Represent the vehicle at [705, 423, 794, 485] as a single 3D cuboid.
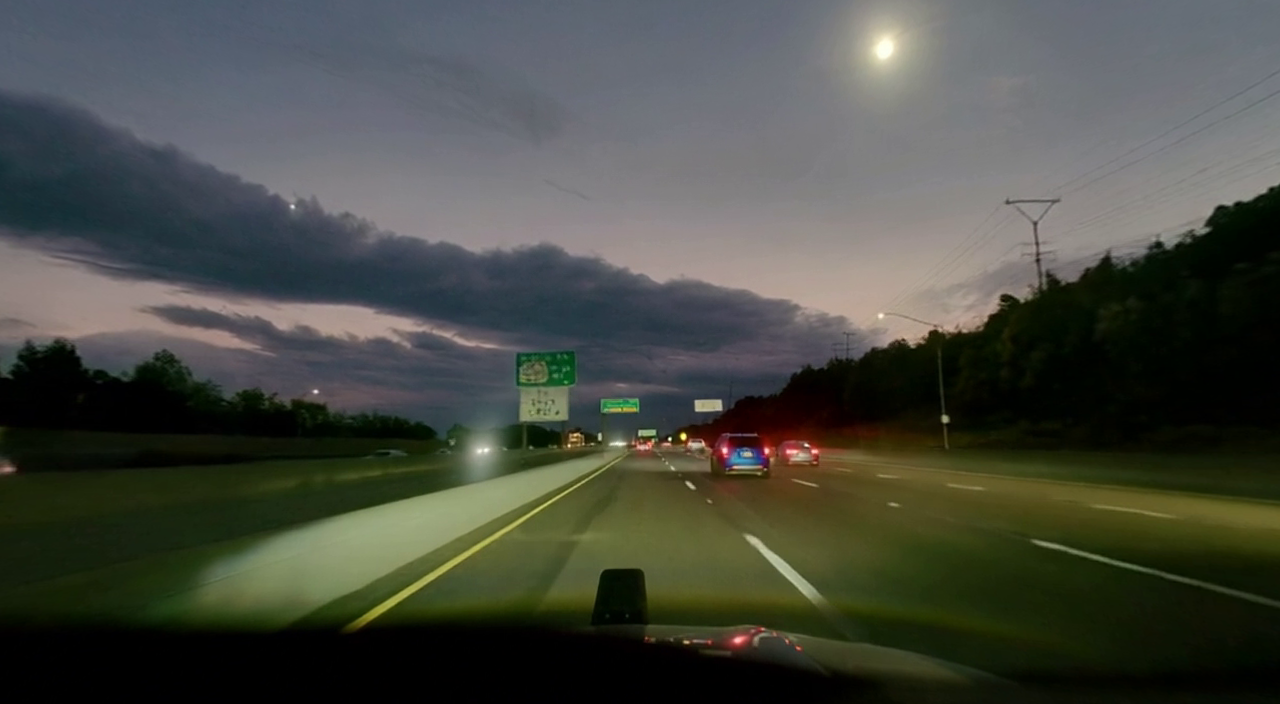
[{"bbox_3d":[3.469,3.330,20.886,2.120,1.832,4.287,0,-8,-1],"label":"vehicle"}]
